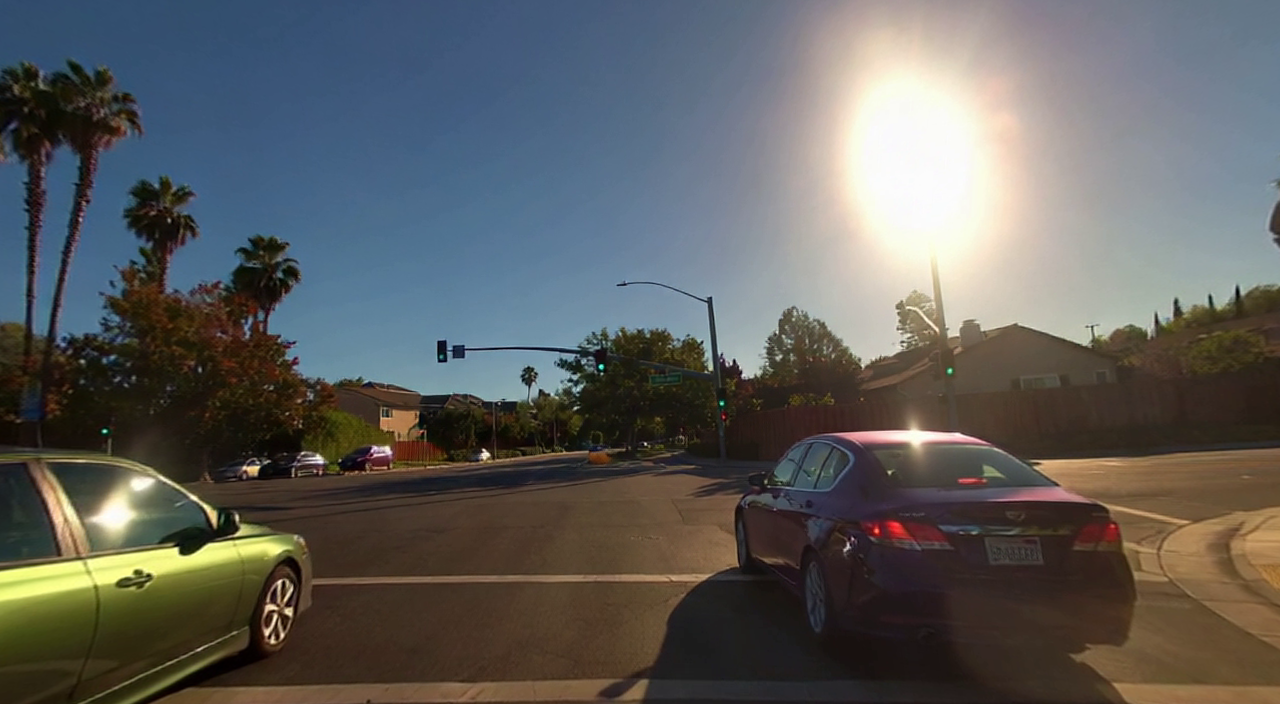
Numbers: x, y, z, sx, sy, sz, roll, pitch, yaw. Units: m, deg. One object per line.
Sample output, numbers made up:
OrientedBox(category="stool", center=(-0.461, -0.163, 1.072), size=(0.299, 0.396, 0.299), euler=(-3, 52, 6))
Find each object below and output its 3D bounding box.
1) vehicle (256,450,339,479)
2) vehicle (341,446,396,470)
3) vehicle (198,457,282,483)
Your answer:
OrientedBox(category="vehicle", center=(-20.045, 6.562, 37.243), size=(2.084, 1.528, 4.778), euler=(-1, -8, 2))
OrientedBox(category="vehicle", center=(-19.884, 7.755, 46.531), size=(1.929, 1.644, 4.763), euler=(0, -8, 0))
OrientedBox(category="vehicle", center=(-24.113, 7.114, 38.335), size=(2.019, 1.427, 4.630), euler=(0, -8, 2))
